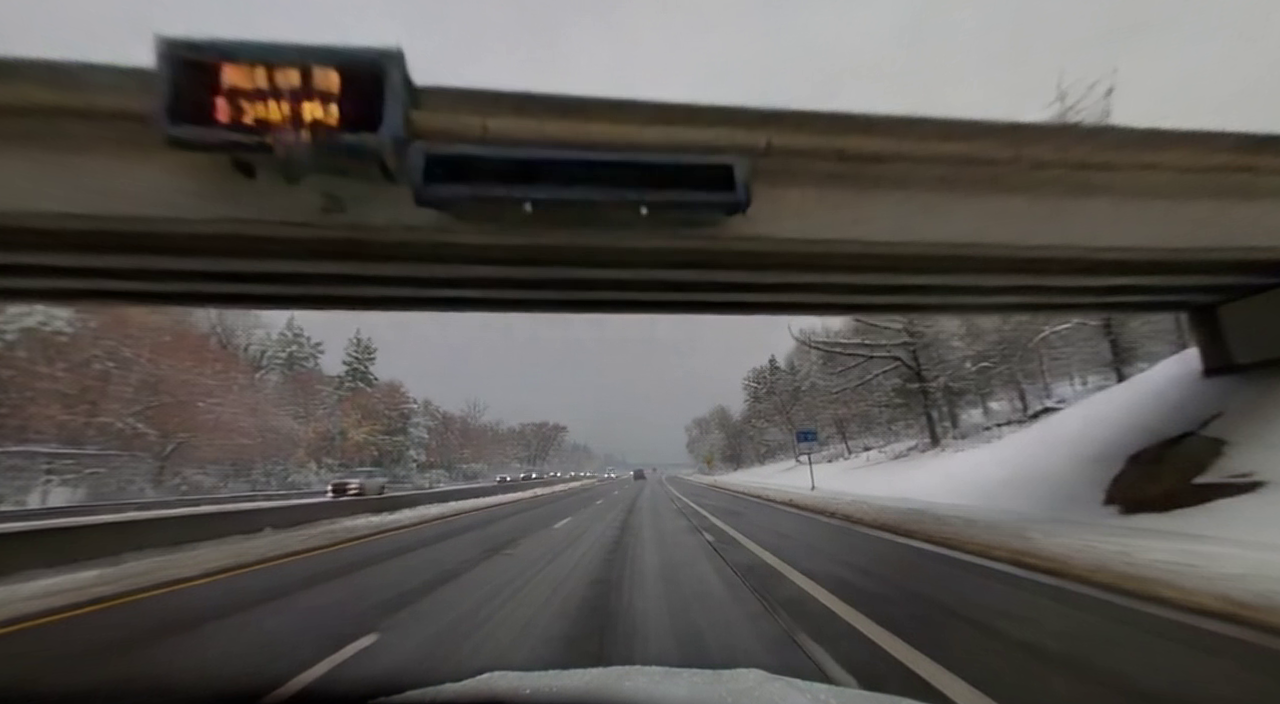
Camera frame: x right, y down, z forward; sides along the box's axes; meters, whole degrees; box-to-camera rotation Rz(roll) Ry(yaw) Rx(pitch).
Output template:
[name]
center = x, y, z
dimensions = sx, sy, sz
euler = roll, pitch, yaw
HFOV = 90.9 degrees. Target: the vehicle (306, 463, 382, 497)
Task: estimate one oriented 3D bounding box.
[vehicle]
center = -14.441, 6.269, 30.979
dimensions = 1.948, 1.494, 3.477
euler = 1, -11, 1
